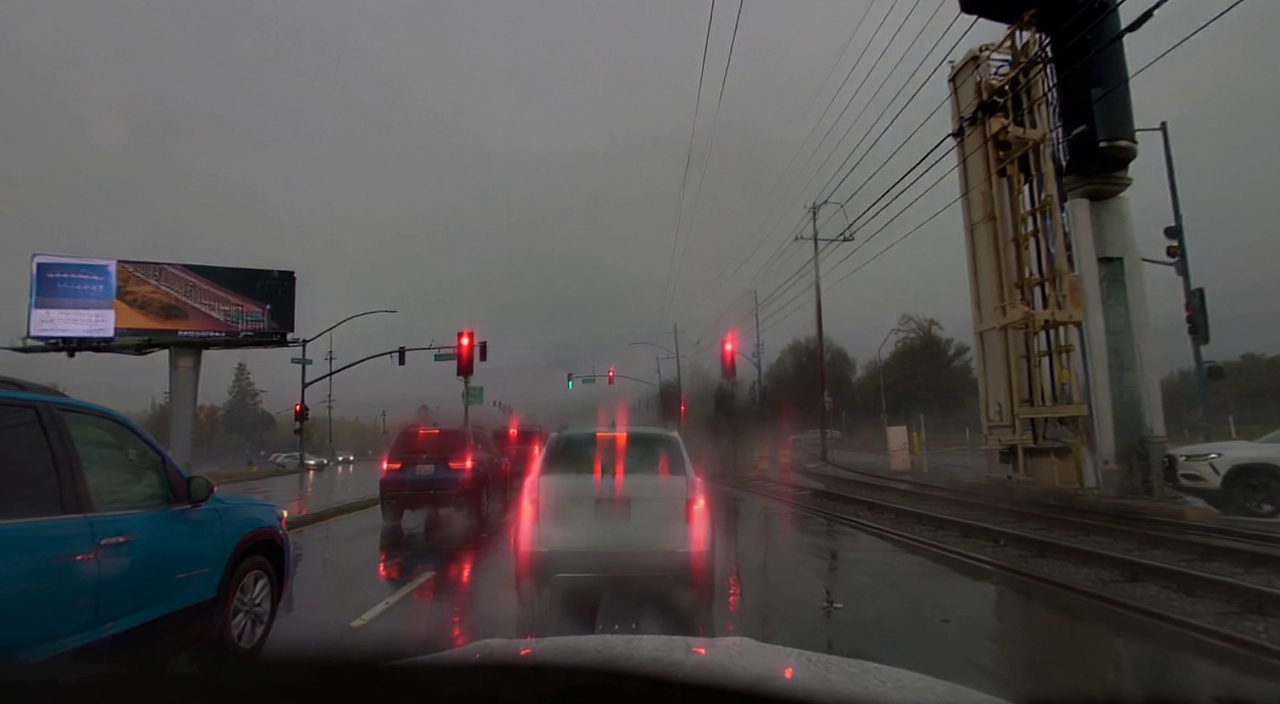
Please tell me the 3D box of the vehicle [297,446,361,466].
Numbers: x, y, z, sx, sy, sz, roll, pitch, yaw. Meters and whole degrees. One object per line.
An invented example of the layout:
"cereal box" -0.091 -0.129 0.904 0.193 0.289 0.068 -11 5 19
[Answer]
"vehicle" -24.176 8.081 49.094 4.357 1.444 1.842 -3 -9 19

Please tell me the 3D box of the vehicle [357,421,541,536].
"vehicle" -3.147 2.185 11.508 1.988 1.678 4.317 0 -9 0

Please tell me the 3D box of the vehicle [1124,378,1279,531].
"vehicle" 9.617 1.315 8.197 5.060 1.702 2.033 1 -9 -4

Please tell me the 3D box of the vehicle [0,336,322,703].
"vehicle" -3.926 0.885 3.117 2.052 1.814 5.184 0 -9 -1

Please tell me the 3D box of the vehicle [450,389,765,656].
"vehicle" -0.209 1.379 5.995 2.025 1.723 3.644 0 -9 0
